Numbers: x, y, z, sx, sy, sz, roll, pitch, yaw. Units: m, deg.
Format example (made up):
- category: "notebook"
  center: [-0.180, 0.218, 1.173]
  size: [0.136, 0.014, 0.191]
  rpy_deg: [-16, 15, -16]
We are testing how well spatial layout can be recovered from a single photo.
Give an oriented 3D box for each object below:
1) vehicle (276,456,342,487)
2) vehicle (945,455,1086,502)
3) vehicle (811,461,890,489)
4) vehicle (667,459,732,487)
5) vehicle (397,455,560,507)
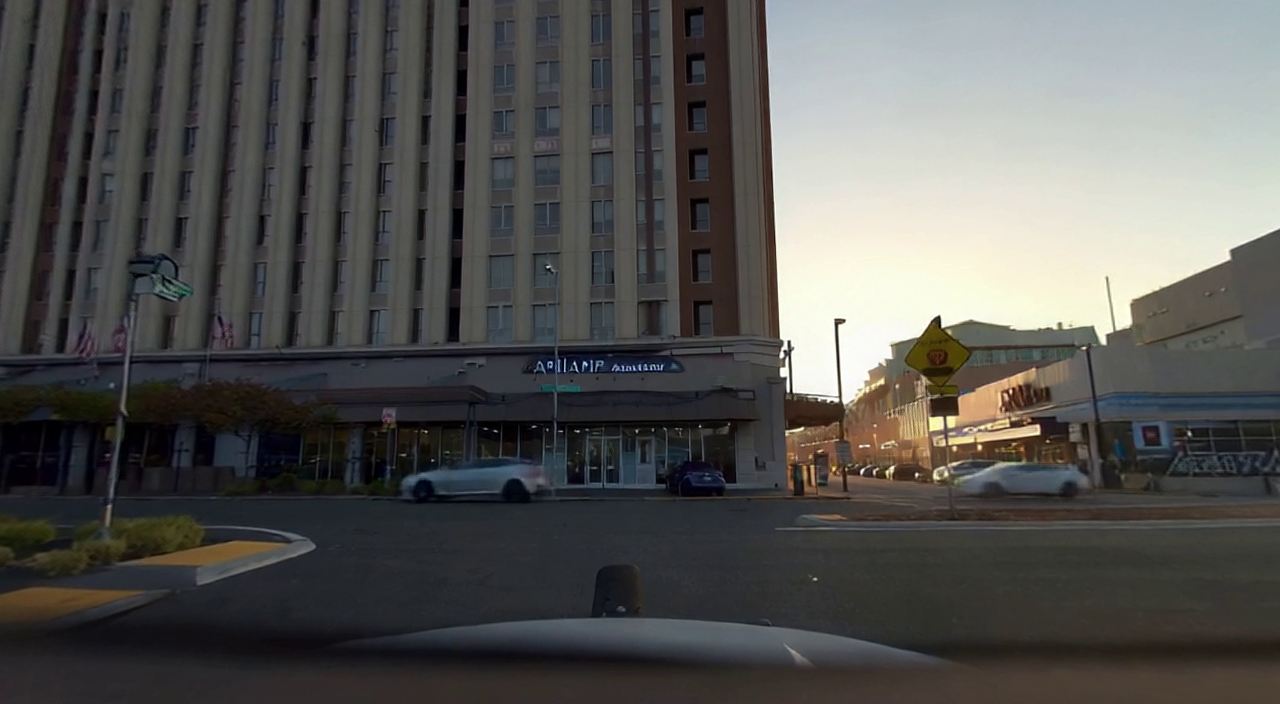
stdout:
- category: "vehicle"
  center: [-20.006, 7.162, 38.089]
  size: [4.596, 1.680, 1.936]
  rpy_deg: [-7, -11, 41]
- category: "vehicle"
  center: [13.784, 4.623, 23.342]
  size: [4.073, 1.609, 1.813]
  rpy_deg: [1, -9, -4]
- category: "vehicle"
  center: [12.997, 7.581, 39.230]
  size: [1.791, 1.453, 4.593]
  rpy_deg: [5, -10, -29]
- category: "vehicle"
  center: [3.610, 7.495, 39.404]
  size: [1.812, 1.468, 4.519]
  rpy_deg: [5, -10, -28]
- category: "vehicle"
  center: [-4.847, 3.945, 19.601]
  size: [4.661, 1.478, 1.878]
  rpy_deg: [1, -9, -7]
